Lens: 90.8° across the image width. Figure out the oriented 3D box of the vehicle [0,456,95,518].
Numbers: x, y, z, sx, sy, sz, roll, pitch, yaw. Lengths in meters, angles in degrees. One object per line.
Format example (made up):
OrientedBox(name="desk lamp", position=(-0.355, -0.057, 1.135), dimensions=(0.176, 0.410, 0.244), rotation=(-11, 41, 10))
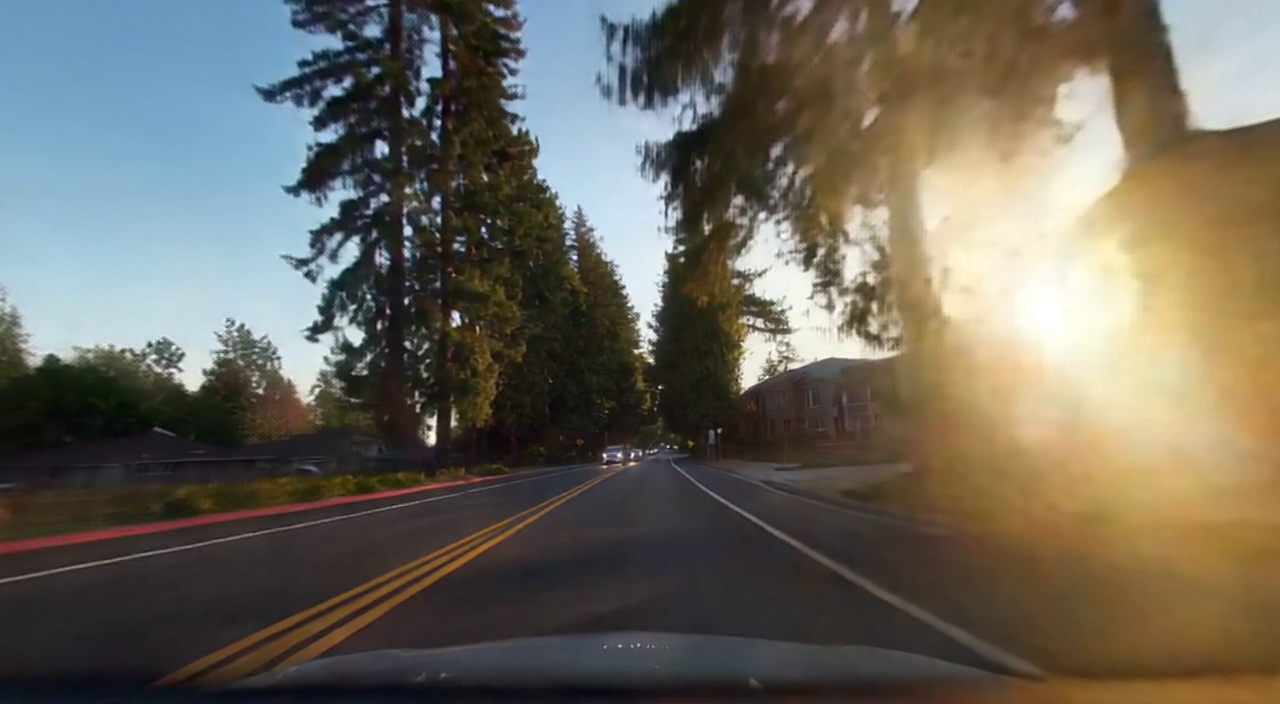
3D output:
OrientedBox(name="vehicle", position=(-40.905, 9.049, 42.148), dimensions=(2.713, 3.659, 9.203), rotation=(-2, -11, -13))
